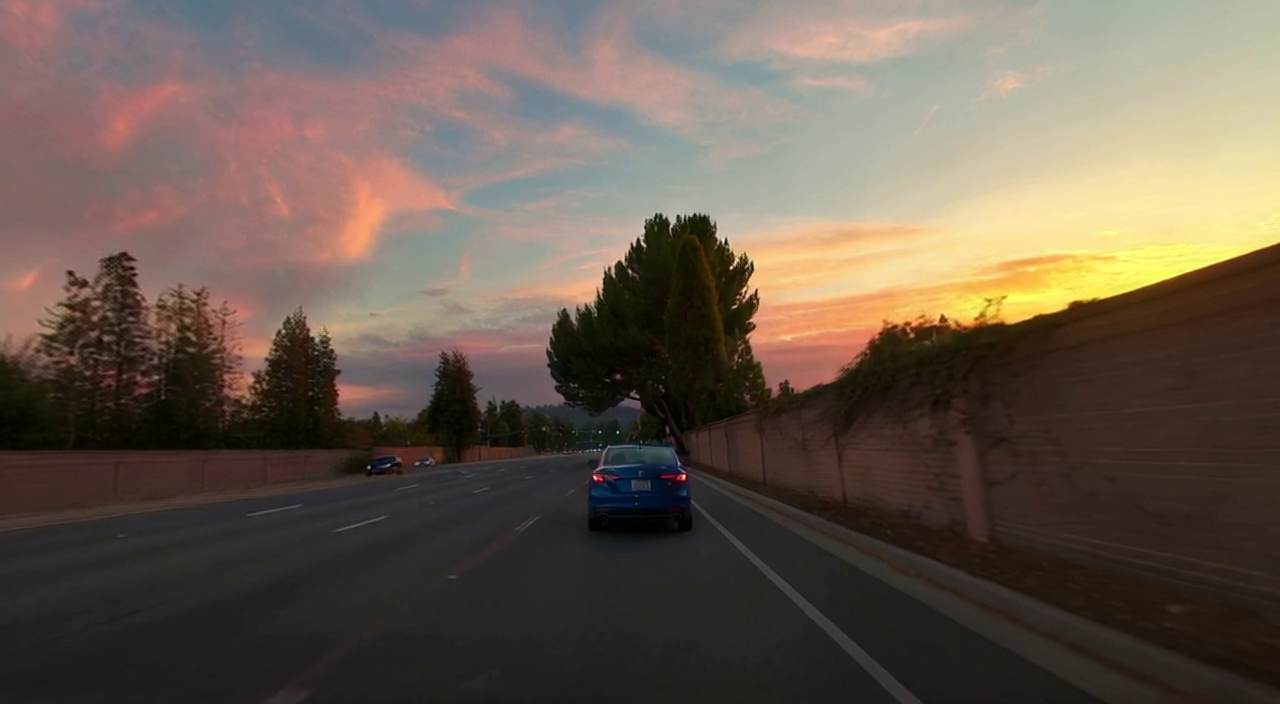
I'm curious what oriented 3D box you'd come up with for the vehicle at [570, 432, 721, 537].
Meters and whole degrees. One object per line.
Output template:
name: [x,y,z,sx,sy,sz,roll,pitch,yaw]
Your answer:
vehicle: [0.063,2.254,11.415,2.205,1.509,4.272,0,-8,-1]
